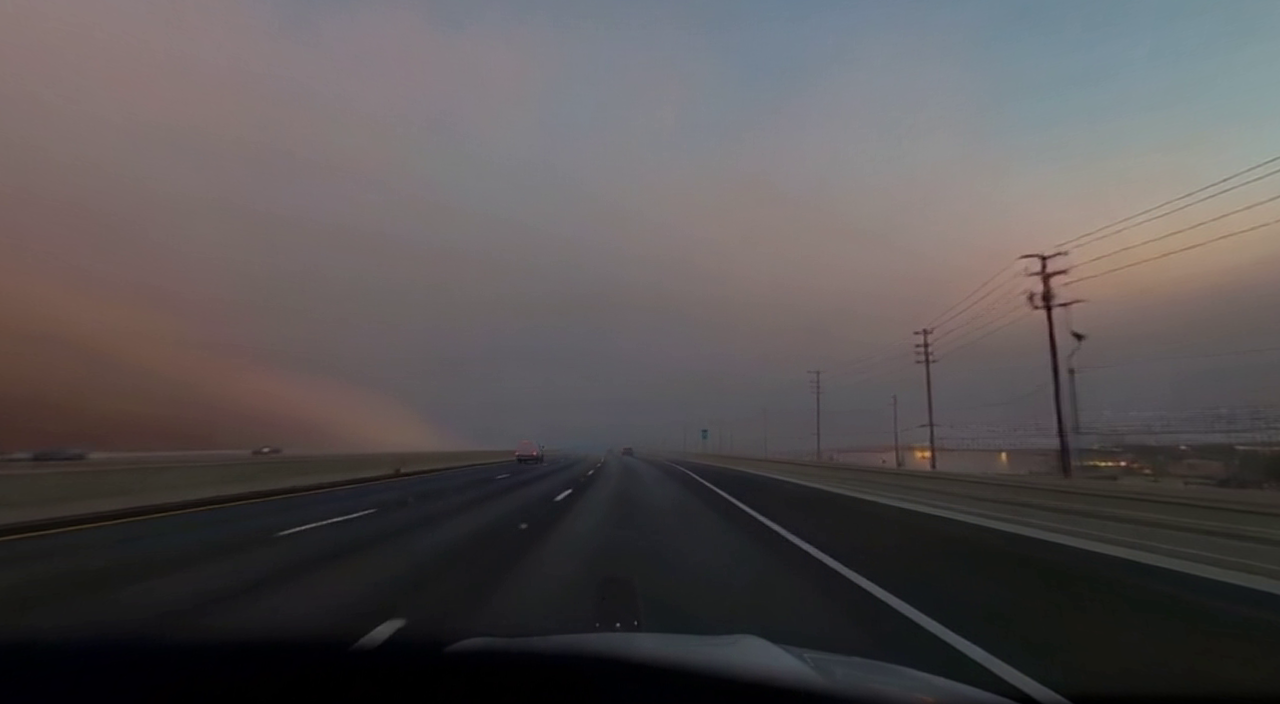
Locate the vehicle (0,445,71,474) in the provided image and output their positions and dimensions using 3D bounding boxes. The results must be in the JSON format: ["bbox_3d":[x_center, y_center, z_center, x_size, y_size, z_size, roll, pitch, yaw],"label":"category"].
[{"bbox_3d":[-33.654,5.758,34.048,1.826,1.481,4.520,0,-8,-2],"label":"vehicle"}]
